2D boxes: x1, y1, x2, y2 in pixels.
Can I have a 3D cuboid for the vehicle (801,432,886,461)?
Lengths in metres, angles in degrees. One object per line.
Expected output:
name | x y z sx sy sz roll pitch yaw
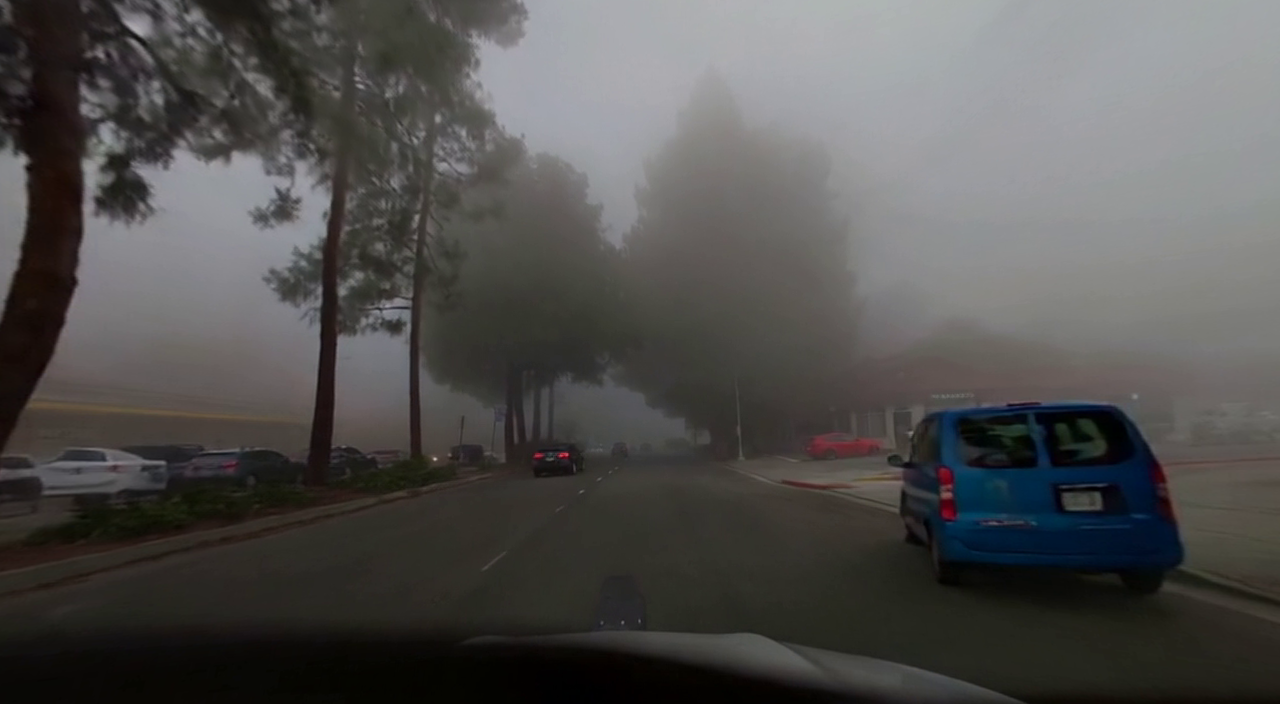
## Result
vehicle | 11.201 5.234 34.737 3.935 1.518 1.985 0 -8 -2

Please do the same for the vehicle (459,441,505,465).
vehicle | -11.625 7.476 46.552 2.024 1.656 4.837 -1 -8 2

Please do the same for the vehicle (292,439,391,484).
vehicle | -11.789 4.320 25.114 1.852 1.621 4.166 0 -8 1

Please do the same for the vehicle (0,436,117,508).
vehicle | -15.740 2.893 15.336 2.058 1.618 4.956 1 -8 -7

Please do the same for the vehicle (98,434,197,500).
vehicle | -16.202 3.720 20.549 2.075 1.811 4.847 5 -11 -42

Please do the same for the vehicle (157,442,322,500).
vehicle | -11.659 3.446 18.716 1.959 1.488 4.390 0 -8 1

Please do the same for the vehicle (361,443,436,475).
vehicle | -11.931 5.305 31.363 1.948 1.453 4.431 0 -8 0

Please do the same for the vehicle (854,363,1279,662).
vehicle | 3.523 1.308 6.215 2.293 1.779 4.457 -2 -9 15

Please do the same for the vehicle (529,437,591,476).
vehicle | -3.278 4.405 26.645 1.966 1.481 4.385 0 -8 1
